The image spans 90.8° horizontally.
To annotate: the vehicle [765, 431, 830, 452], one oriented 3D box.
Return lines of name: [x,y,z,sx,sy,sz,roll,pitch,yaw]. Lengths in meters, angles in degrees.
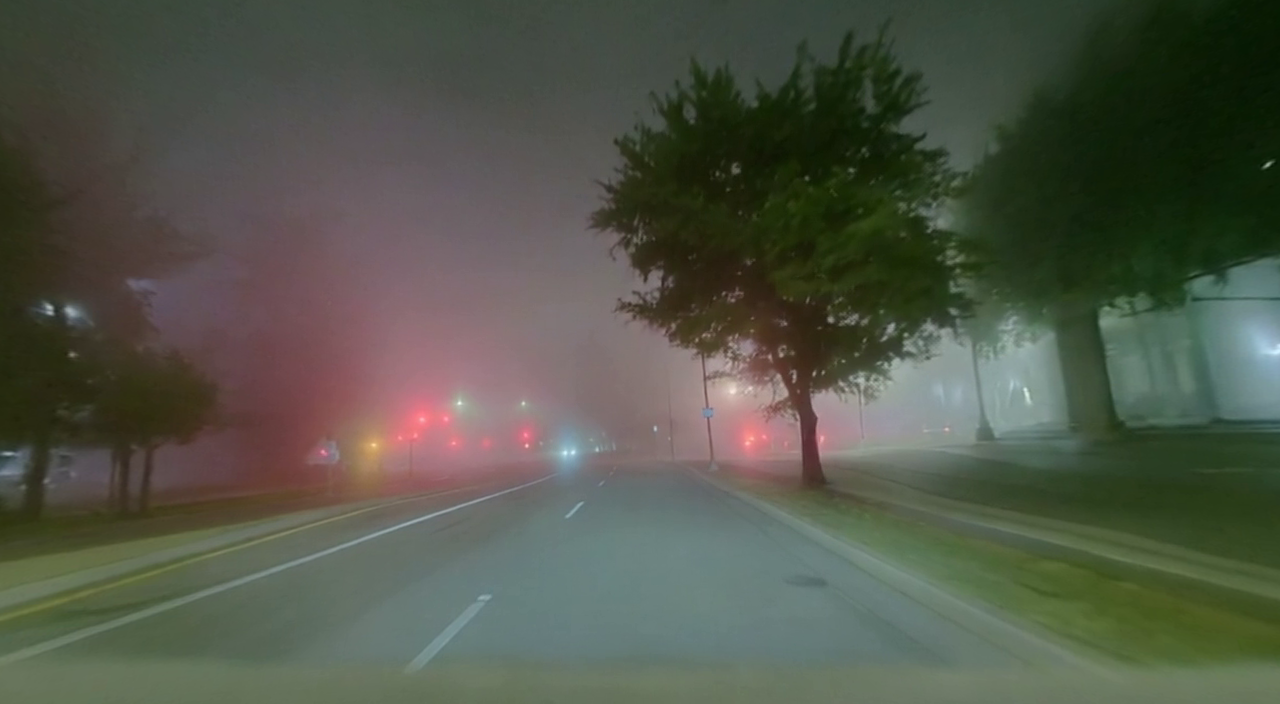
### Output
vehicle: [12.080,6.899,48.560,4.332,1.581,2.028,1,-8,-10]
